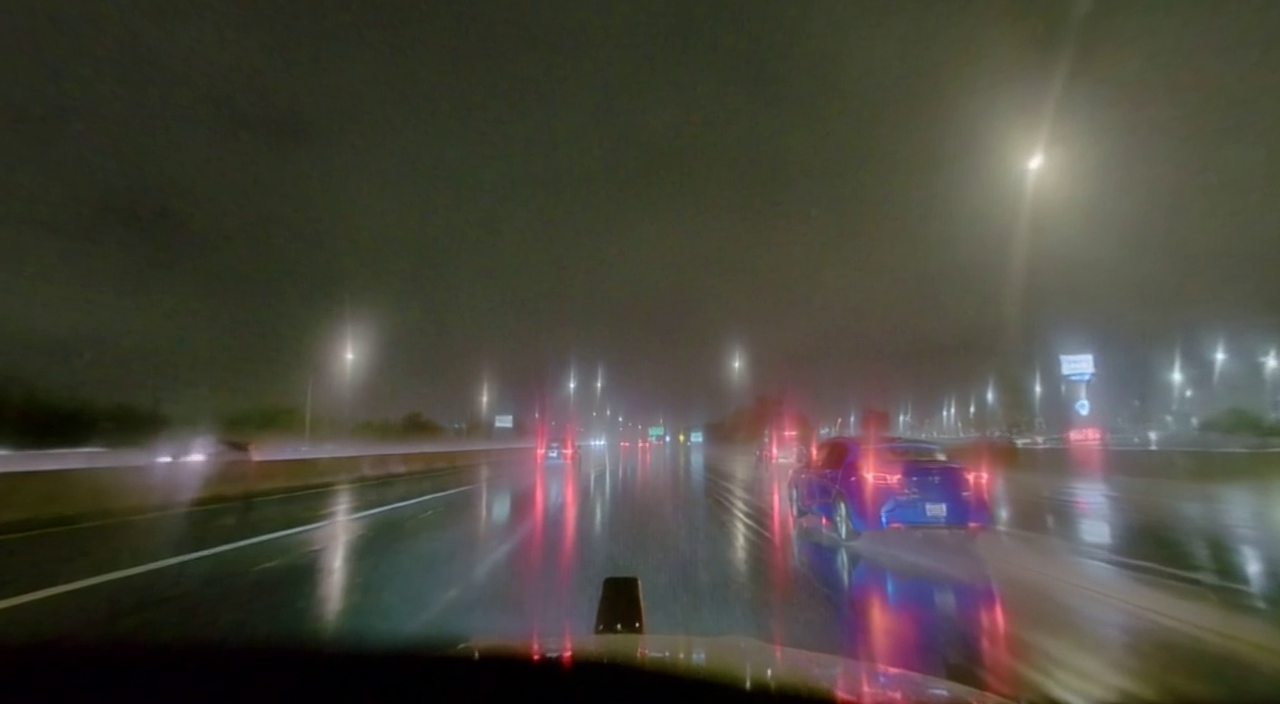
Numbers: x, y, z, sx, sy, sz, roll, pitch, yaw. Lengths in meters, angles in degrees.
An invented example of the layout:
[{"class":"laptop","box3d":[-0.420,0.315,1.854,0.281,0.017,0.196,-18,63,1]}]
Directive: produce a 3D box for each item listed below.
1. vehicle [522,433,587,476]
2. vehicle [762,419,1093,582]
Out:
[{"class":"vehicle","box3d":[-3.704,4.542,28.199,2.193,1.746,4.512,0,-8,1]},{"class":"vehicle","box3d":[3.248,1.796,8.593,2.107,1.550,4.949,0,-8,-1]}]
